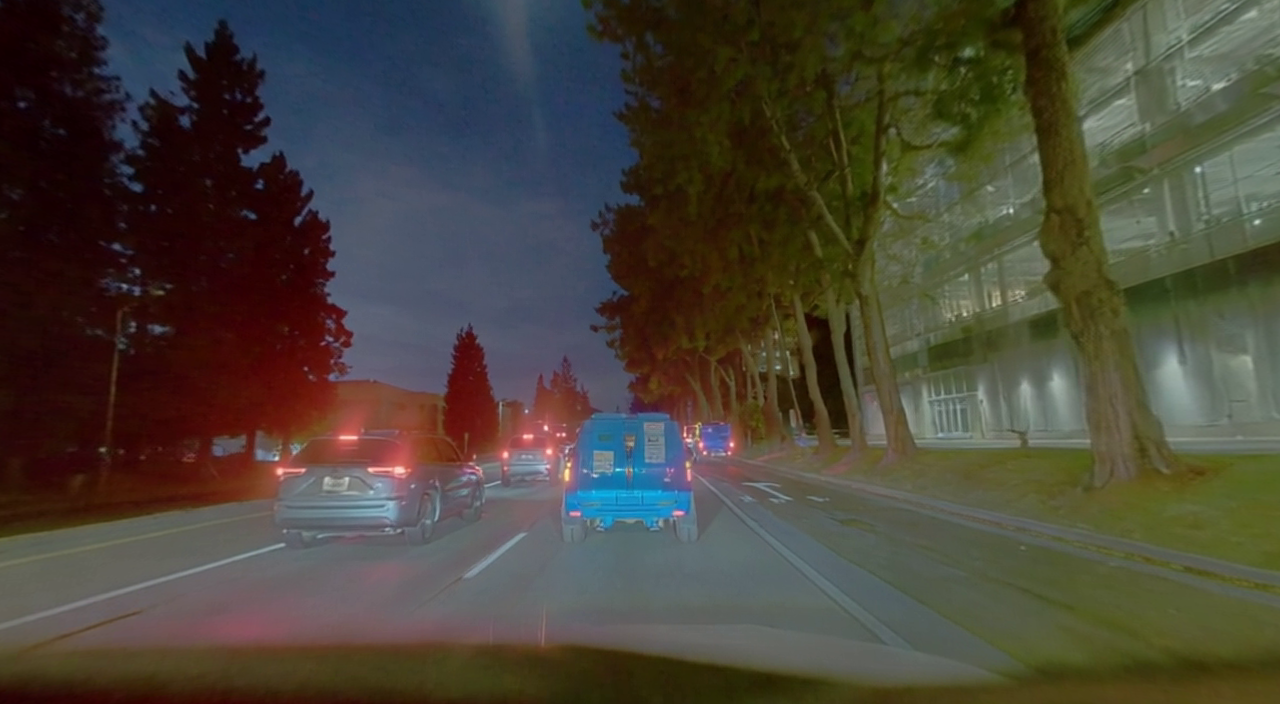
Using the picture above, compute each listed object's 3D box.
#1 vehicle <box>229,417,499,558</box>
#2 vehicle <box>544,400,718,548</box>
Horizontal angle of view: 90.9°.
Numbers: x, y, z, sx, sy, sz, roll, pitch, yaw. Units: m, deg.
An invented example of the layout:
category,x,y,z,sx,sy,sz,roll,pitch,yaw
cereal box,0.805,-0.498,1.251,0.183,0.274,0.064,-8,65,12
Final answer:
category,x,y,z,sx,sy,sz,roll,pitch,yaw
vehicle,-3.750,1.921,9.727,1.959,1.614,4.676,0,-8,1
vehicle,-0.089,1.757,9.627,2.075,1.770,4.018,0,-8,1
